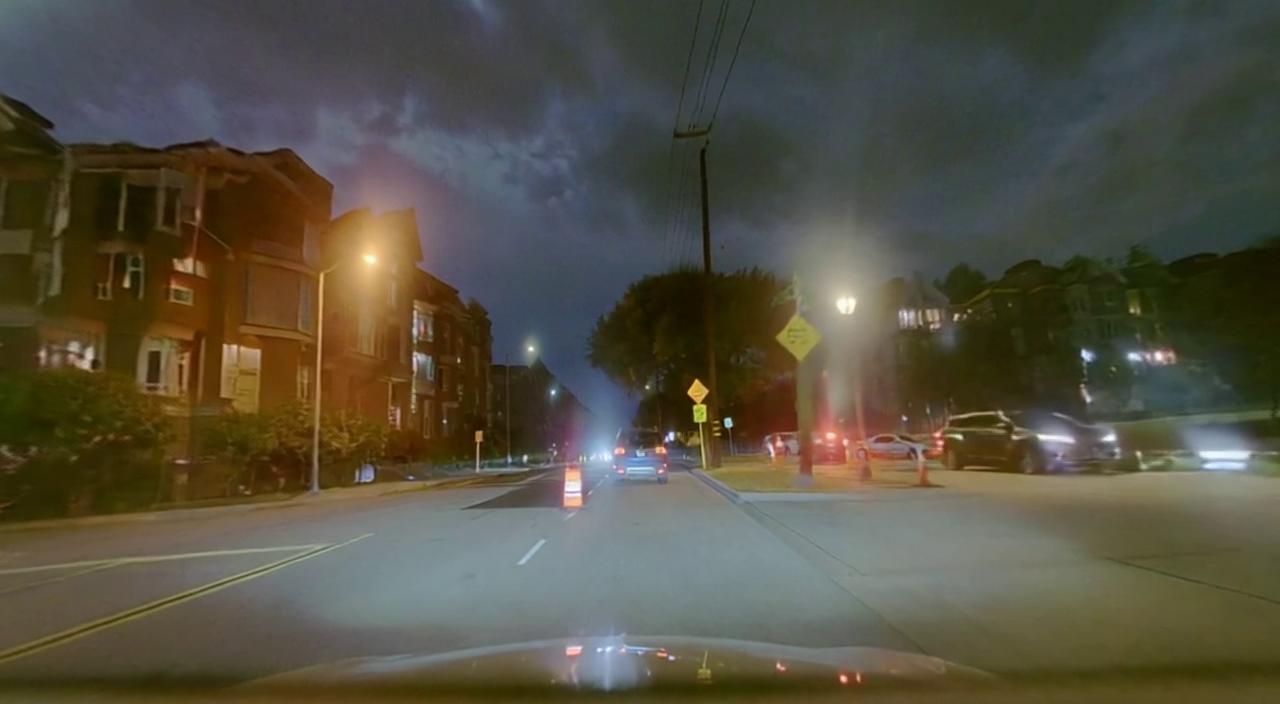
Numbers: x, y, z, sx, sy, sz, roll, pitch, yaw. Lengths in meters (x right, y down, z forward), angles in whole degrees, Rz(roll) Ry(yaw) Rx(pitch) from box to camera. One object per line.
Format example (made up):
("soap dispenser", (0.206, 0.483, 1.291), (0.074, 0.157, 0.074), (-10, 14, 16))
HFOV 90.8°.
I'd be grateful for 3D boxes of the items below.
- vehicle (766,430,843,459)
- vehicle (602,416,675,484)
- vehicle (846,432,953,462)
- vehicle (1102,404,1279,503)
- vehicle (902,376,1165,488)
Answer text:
("vehicle", (9.497, 5.371, 36.593), (3.835, 1.584, 1.893), (1, -8, -8))
("vehicle", (-0.111, 3.315, 21.470), (2.169, 2.015, 5.206), (0, -9, -1))
("vehicle", (13.014, 4.803, 31.936), (4.567, 1.448, 1.890), (-1, -8, 7))
("vehicle", (10.582, 1.888, 11.415), (1.698, 1.548, 2.969), (2, -13, -20))
("vehicle", (9.582, 2.236, 16.534), (2.253, 2.306, 6.753), (-1, -10, -2))
